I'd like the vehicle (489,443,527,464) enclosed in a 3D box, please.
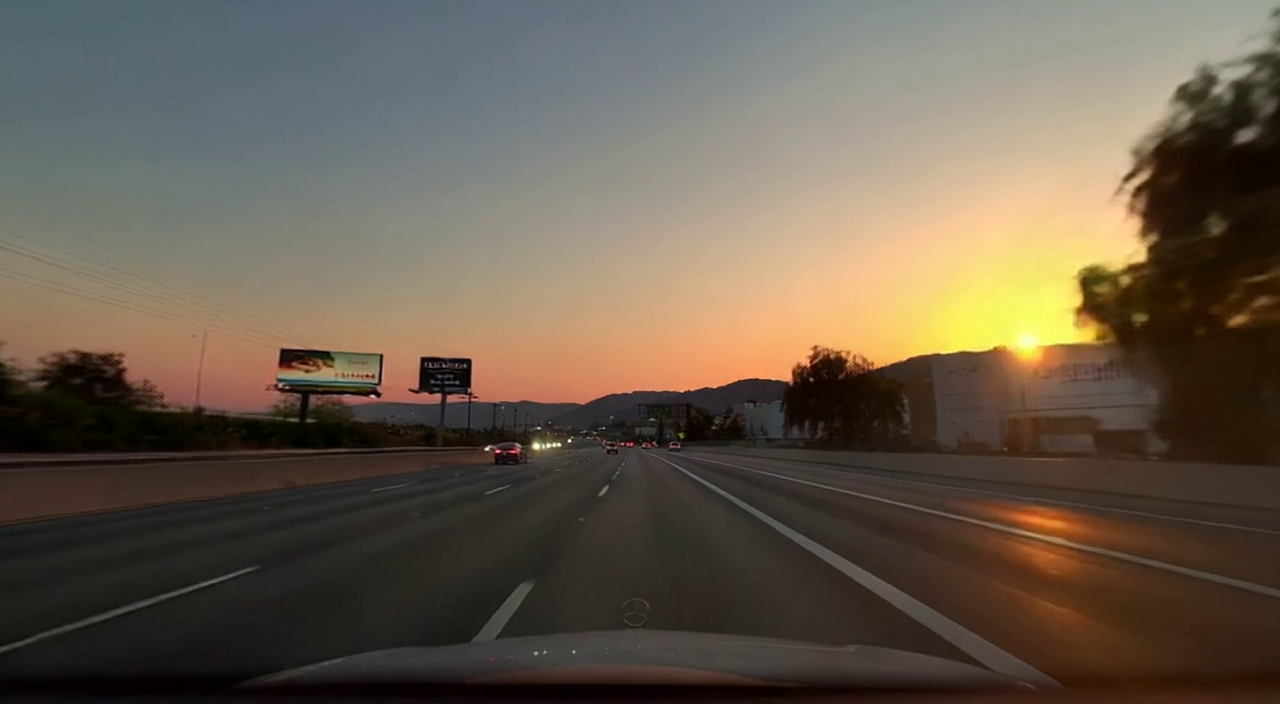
[{"bbox_3d":[-10.311,7.959,49.277,1.974,1.513,4.584,0,-9,0],"label":"vehicle"}]
